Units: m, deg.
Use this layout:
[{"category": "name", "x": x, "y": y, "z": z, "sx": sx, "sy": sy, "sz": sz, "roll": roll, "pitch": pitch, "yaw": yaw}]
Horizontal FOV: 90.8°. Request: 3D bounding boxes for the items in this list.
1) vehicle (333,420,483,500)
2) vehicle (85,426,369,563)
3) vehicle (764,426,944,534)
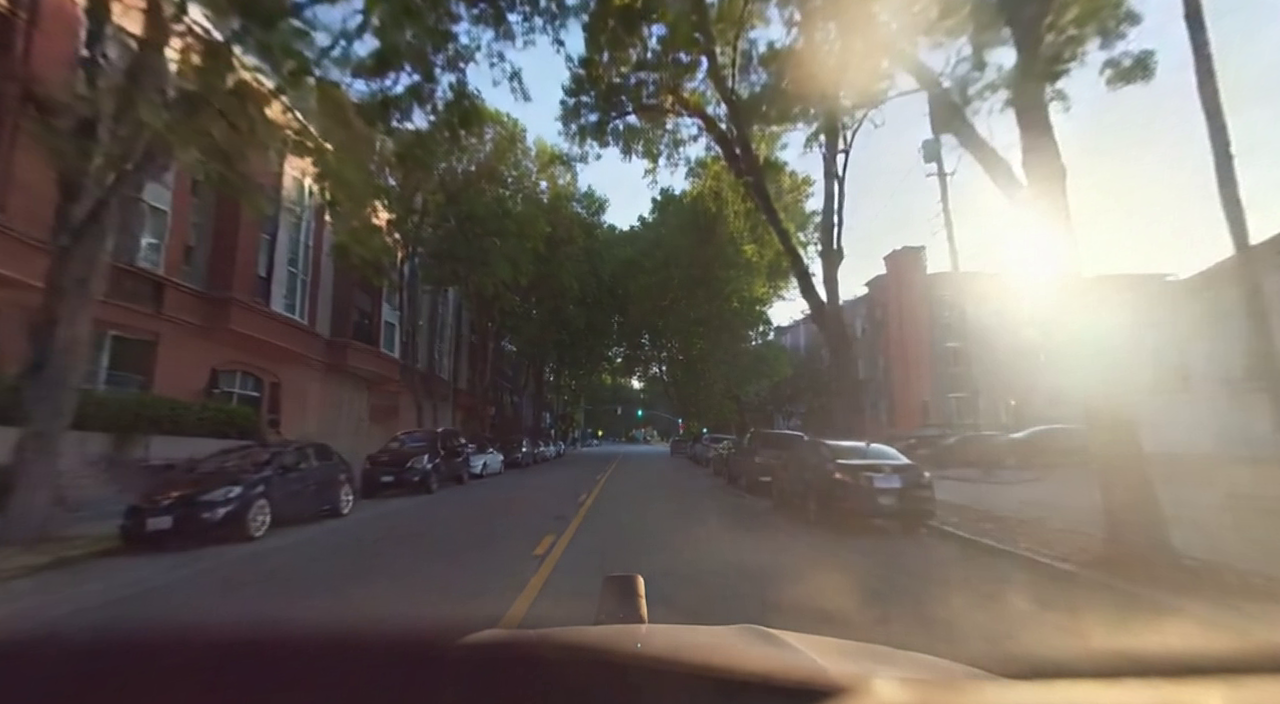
[{"category": "vehicle", "x": -6.166, "y": 2.882, "z": 17.554, "sx": 2.175, "sy": 1.849, "sz": 4.725, "roll": -2, "pitch": -7, "yaw": 3}, {"category": "vehicle", "x": -6.376, "y": 2.130, "z": 10.498, "sx": 1.763, "sy": 1.612, "sz": 4.462, "roll": -5, "pitch": -7, "yaw": -1}, {"category": "vehicle", "x": 3.805, "y": 2.300, "z": 12.241, "sx": 1.924, "sy": 1.657, "sz": 4.665, "roll": 0, "pitch": -7, "yaw": 1}]
